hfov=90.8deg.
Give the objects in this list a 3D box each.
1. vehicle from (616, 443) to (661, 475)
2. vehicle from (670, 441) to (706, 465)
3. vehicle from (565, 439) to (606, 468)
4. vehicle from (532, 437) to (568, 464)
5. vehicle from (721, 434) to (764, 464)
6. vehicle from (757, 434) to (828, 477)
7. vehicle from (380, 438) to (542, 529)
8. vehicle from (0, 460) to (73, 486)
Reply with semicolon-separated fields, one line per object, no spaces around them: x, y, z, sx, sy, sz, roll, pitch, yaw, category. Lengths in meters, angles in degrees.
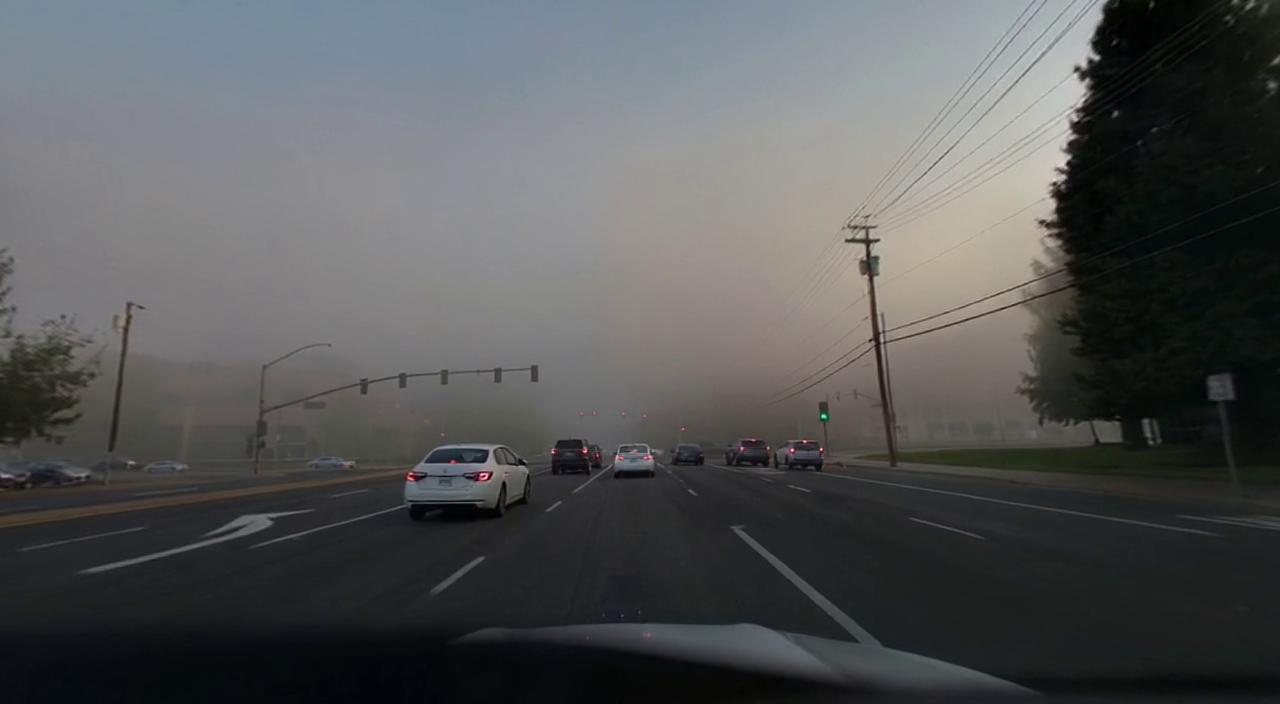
-0.070;5.262;31.297;2.098;1.431;3.958;0;-8;0;vehicle
3.199;6.871;43.213;1.987;1.515;4.521;0;-8;-2;vehicle
-3.336;6.311;39.400;2.033;1.714;4.278;0;-8;1;vehicle
-7.024;7.732;49.595;2.105;1.985;4.336;0;-8;1;vehicle
7.345;7.025;45.759;2.156;1.982;5.358;0;-9;-1;vehicle
6.526;4.482;27.510;1.945;1.706;4.190;0;-8;-2;vehicle
-3.254;2.469;12.479;1.837;1.463;4.311;0;-8;1;vehicle
-39.910;7.853;40.864;4.697;1.443;1.662;-2;-9;-4;vehicle
